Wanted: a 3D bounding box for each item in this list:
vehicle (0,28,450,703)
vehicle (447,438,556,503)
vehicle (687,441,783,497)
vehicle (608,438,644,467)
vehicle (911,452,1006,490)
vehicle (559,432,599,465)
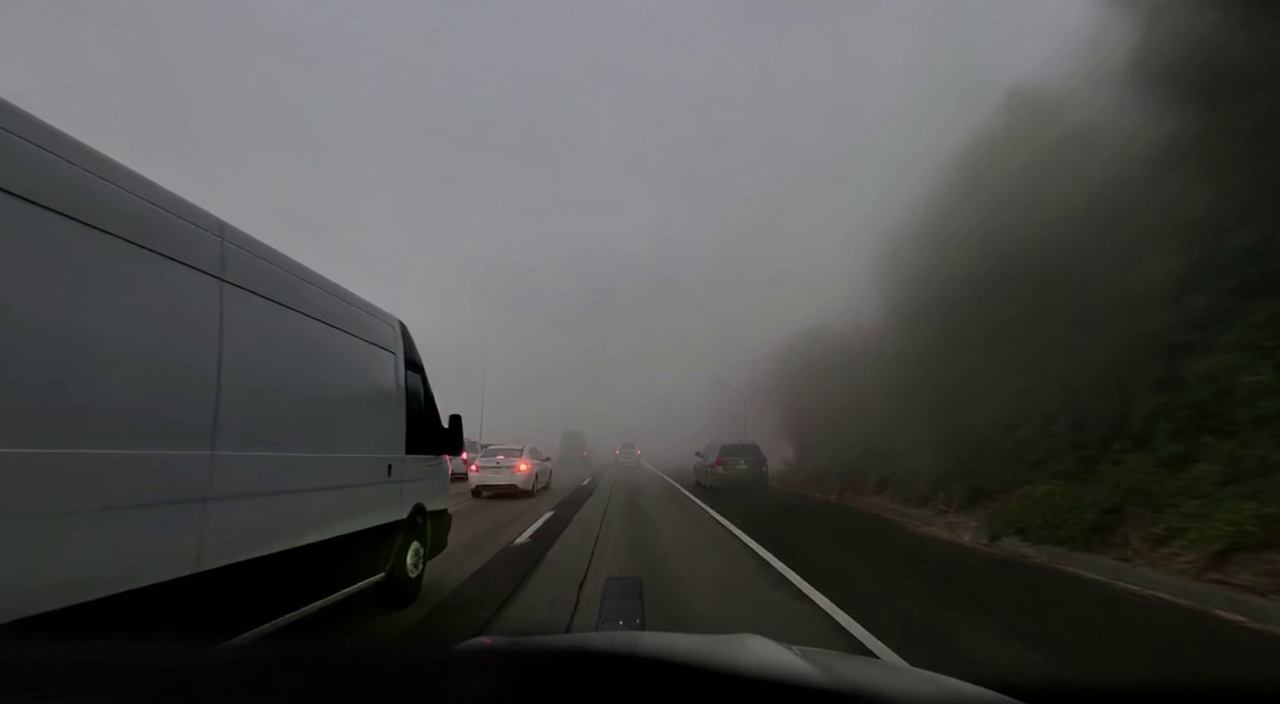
[{"bbox_3d":[-3.107,0.504,3.156,2.383,2.543,5.904,0,-9,0],"label":"vehicle"},{"bbox_3d":[-3.515,3.092,16.857,1.963,1.507,4.172,0,-9,0],"label":"vehicle"},{"bbox_3d":[2.762,3.535,19.470,2.127,1.513,4.501,0,-9,-2],"label":"vehicle"},{"bbox_3d":[-0.937,6.610,41.480,2.207,1.807,4.199,0,-9,-1],"label":"vehicle"},{"bbox_3d":[14.011,5.239,28.023,1.846,1.471,4.423,2,-9,-2],"label":"vehicle"},{"bbox_3d":[-4.490,7.194,47.143,2.504,2.276,5.933,0,-9,-1],"label":"vehicle"}]
